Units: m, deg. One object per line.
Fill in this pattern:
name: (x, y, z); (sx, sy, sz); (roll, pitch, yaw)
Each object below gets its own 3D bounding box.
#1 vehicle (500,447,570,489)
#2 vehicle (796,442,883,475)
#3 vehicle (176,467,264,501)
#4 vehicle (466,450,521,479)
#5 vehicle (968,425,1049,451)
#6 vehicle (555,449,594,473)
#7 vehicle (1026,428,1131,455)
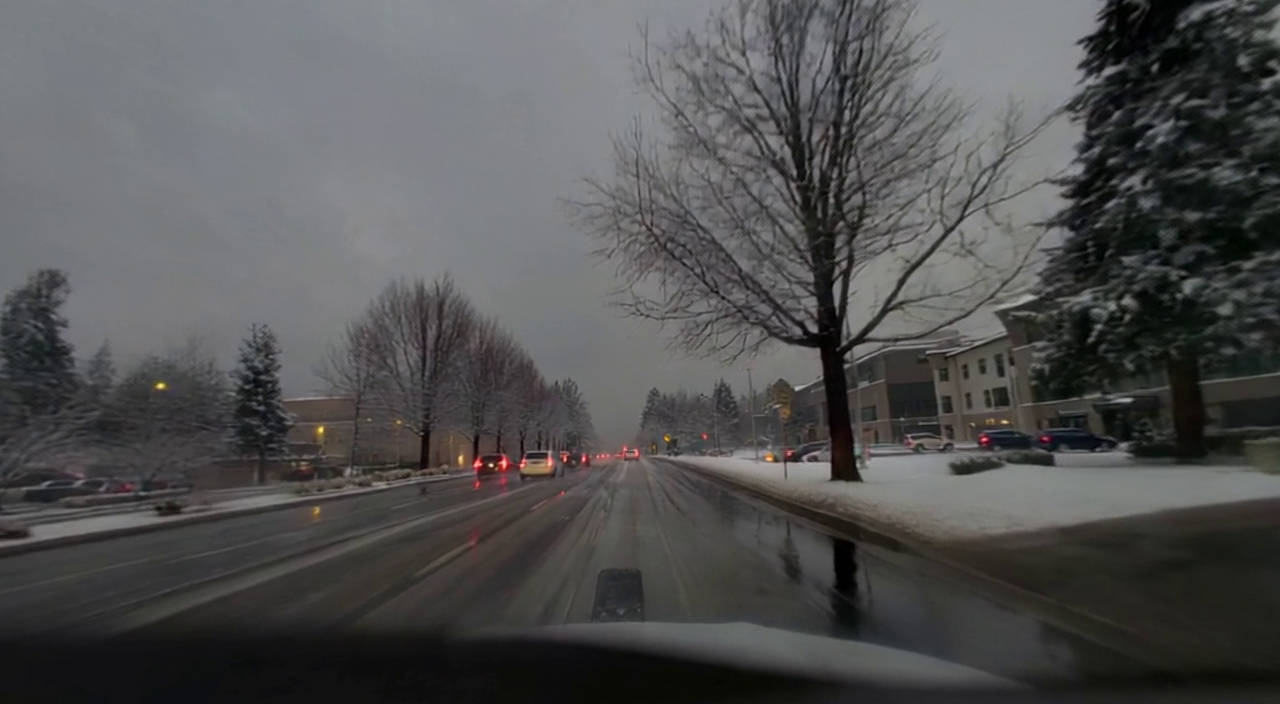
vehicle: (-4.081, 4.579, 25.337); (2.011, 1.483, 4.596); (0, -9, 0)
vehicle: (12.711, 6.815, 40.495); (4.790, 1.439, 2.034); (-8, -9, 0)
vehicle: (-23.544, 7.377, 35.622); (2.007, 1.501, 4.340); (-4, -9, 0)
vehicle: (-8.277, 6.379, 36.092); (1.976, 1.497, 4.709); (0, -9, 0)
vehicle: (24.866, 5.836, 42.729); (4.154, 1.662, 2.113); (-1, -8, 1)
vehicle: (-4.124, 6.934, 40.252); (1.971, 1.414, 4.317); (0, -9, 0)
vehicle: (25.024, 5.111, 36.153); (4.614, 1.464, 1.856); (0, -9, 0)
